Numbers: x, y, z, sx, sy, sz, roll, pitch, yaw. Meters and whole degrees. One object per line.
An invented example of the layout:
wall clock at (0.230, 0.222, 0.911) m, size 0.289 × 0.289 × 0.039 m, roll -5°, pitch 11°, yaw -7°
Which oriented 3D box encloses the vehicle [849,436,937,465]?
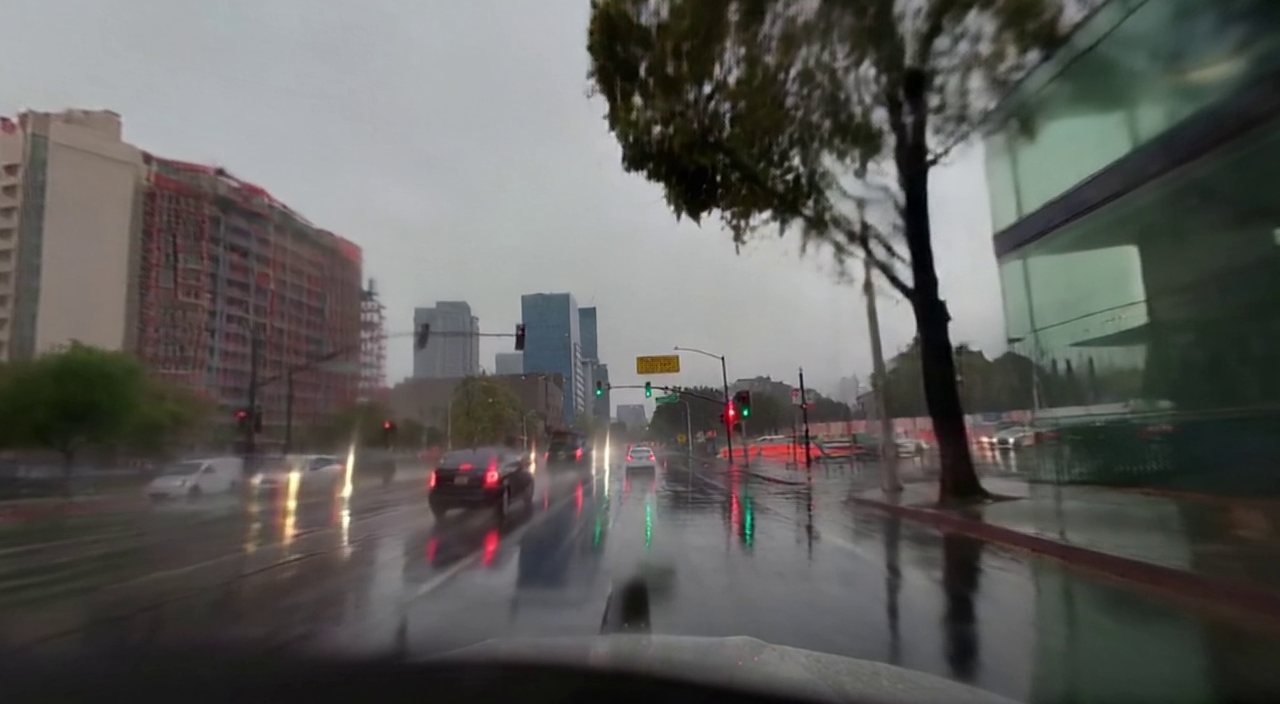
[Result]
vehicle at (13.441, 5.218, 33.546) m, size 4.061 × 1.465 × 1.803 m, roll 2°, pitch -8°, yaw -17°

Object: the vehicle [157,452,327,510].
vehicle at (-11.996, 3.886, 19.496) m, size 2.050 × 1.498 × 4.703 m, roll -1°, pitch -9°, yaw 3°

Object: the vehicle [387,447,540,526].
vehicle at (-3.563, 2.791, 13.748) m, size 1.959 × 1.406 × 4.527 m, roll 0°, pitch -9°, yaw 1°

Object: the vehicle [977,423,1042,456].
vehicle at (23.653, 5.610, 40.247) m, size 2.304 × 1.936 × 5.023 m, roll -9°, pitch -12°, yaw 43°

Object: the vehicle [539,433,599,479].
vehicle at (-3.322, 4.995, 30.534) m, size 2.240 × 2.054 × 4.662 m, roll 0°, pitch -9°, yaw 2°

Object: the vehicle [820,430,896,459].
vehicle at (12.171, 5.176, 35.245) m, size 3.500 × 1.563 × 1.871 m, roll 2°, pitch -9°, yaw -19°

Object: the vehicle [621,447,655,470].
vehicle at (-0.092, 7.104, 42.219) m, size 2.171 × 1.422 × 4.146 m, roll 0°, pitch -9°, yaw 1°

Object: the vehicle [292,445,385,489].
vehicle at (-15.383, 5.851, 32.569) m, size 2.270 × 1.978 × 5.032 m, roll -2°, pitch -9°, yaw 1°
